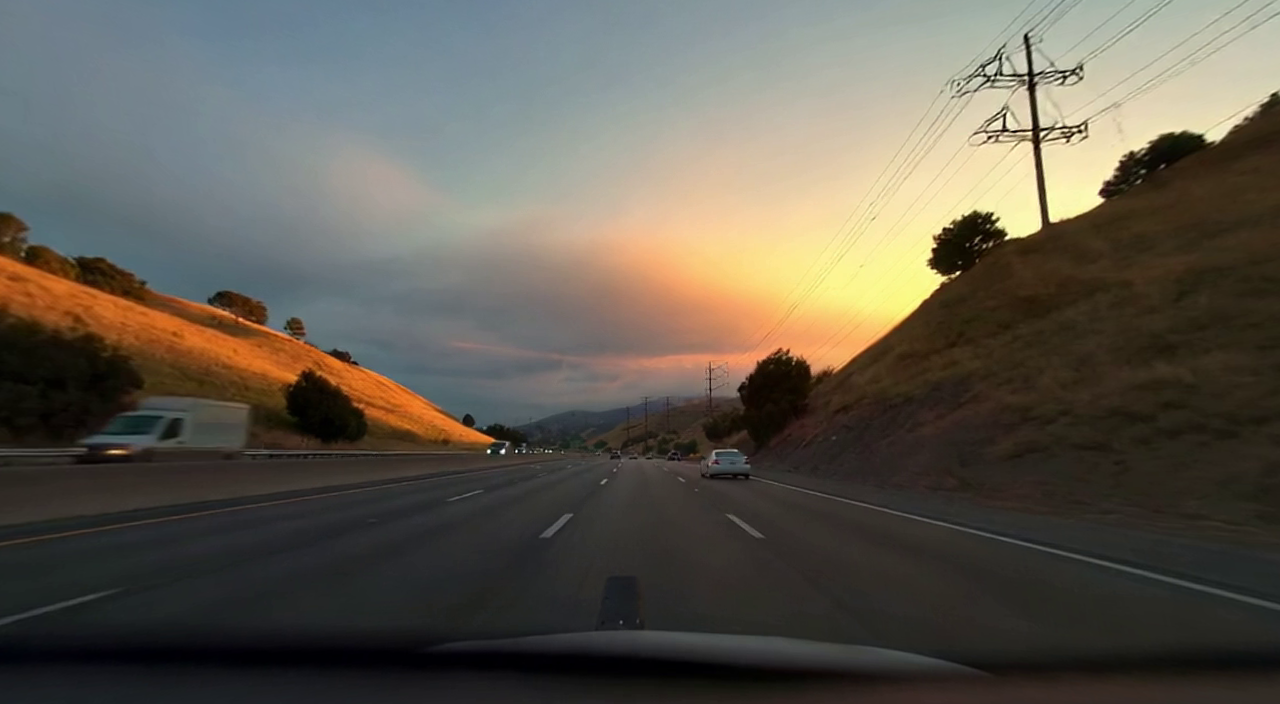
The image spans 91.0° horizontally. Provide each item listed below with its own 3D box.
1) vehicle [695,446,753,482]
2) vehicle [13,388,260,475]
[{"bbox_3d":[3.841,5.205,29.630,2.086,1.542,4.355,0,-9,0],"label":"vehicle"},{"bbox_3d":[-17.858,3.017,23.267,2.853,2.679,7.461,0,-9,0],"label":"vehicle"}]
